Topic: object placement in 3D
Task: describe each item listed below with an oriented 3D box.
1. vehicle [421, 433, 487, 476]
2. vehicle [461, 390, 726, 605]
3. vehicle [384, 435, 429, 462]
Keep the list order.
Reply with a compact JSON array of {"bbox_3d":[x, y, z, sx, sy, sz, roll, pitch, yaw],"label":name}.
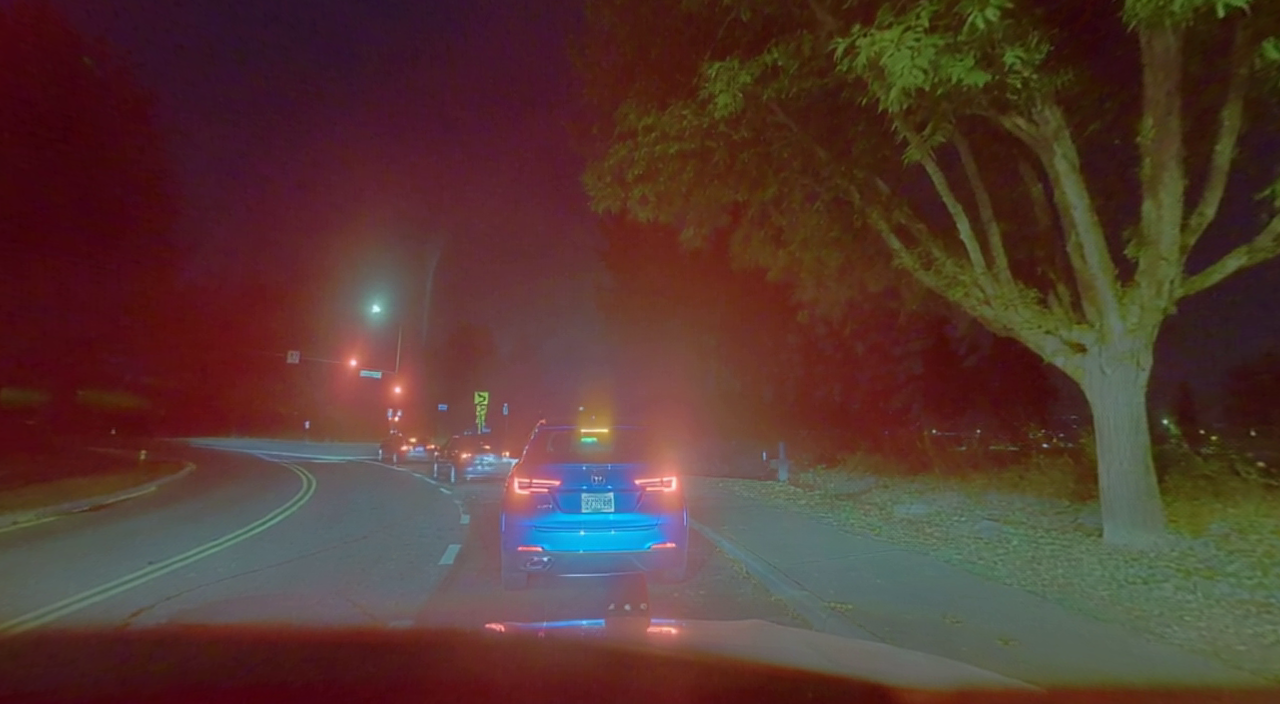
[{"bbox_3d":[-7.303,3.947,24.484,1.902,1.536,3.662,4,-9,-25],"label":"vehicle"},{"bbox_3d":[-0.679,1.456,7.203,2.134,1.671,4.147,1,-8,-9],"label":"vehicle"},{"bbox_3d":[-13.749,5.638,36.894,1.863,1.488,4.426,4,-9,-27],"label":"vehicle"}]
